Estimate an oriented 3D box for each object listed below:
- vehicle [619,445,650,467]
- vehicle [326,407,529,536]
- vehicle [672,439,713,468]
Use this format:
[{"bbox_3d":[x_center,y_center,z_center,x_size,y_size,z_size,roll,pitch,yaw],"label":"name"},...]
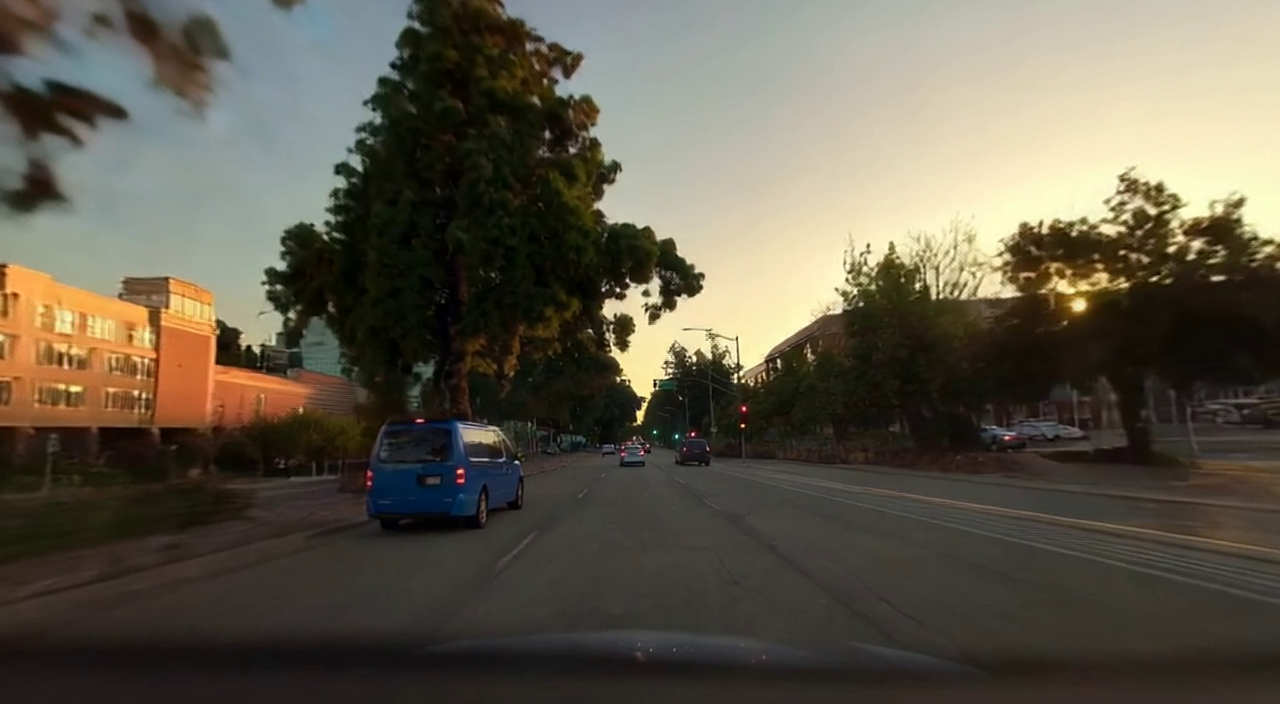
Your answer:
[{"bbox_3d":[-0.422,7.114,43.409,2.039,1.455,3.826,0,-9,-2],"label":"vehicle"},{"bbox_3d":[-3.505,2.090,11.600,2.075,1.863,4.744,0,-9,0],"label":"vehicle"},{"bbox_3d":[3.359,6.606,41.241,2.181,1.781,4.257,0,-9,-2],"label":"vehicle"}]
